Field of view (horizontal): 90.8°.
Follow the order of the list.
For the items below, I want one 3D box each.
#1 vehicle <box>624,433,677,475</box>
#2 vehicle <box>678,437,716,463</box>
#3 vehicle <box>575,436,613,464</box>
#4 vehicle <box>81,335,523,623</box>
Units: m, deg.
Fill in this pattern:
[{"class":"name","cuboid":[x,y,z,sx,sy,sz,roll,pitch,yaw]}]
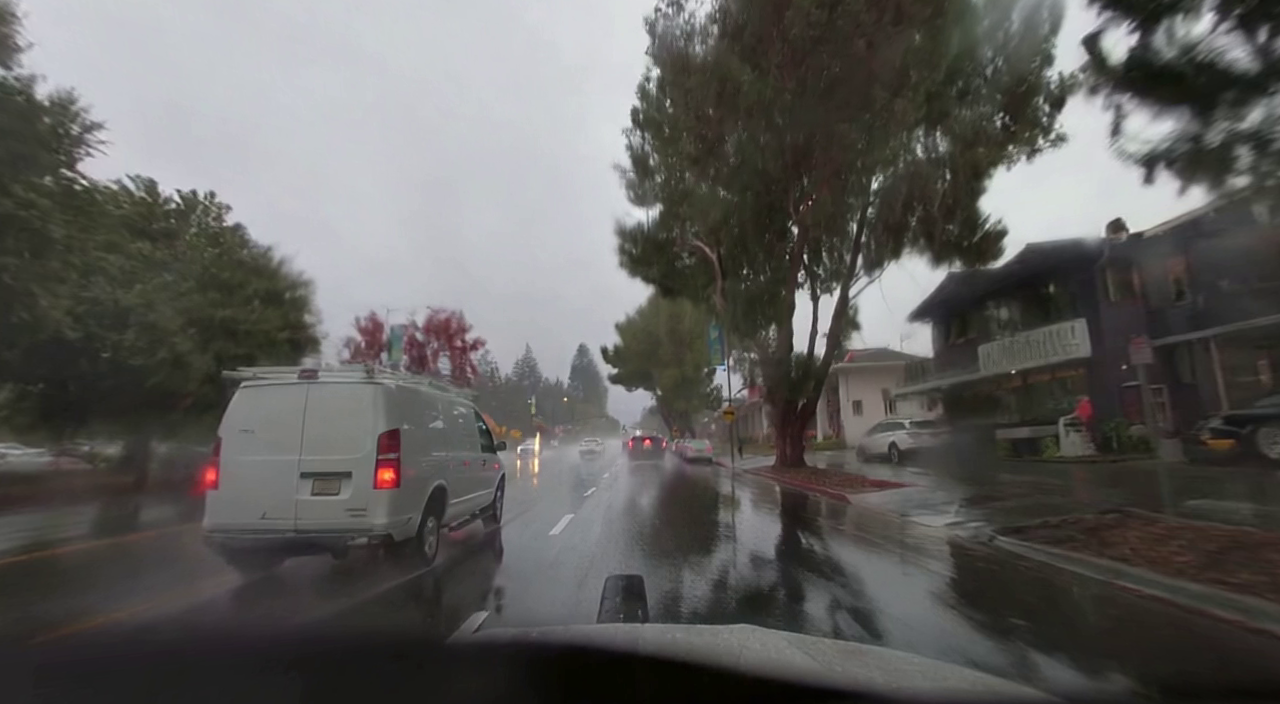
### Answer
[{"class":"vehicle","cuboid":[0.419,4.434,27.640,2.126,1.657,4.132,0,-9,0]},{"class":"vehicle","cuboid":[3.774,6.598,42.701,1.947,1.646,4.782,0,-9,-2]},{"class":"vehicle","cuboid":[-2.828,6.174,39.790,2.028,1.689,4.162,0,-9,1]},{"class":"vehicle","cuboid":[-2.954,1.299,7.280,2.213,2.123,5.124,0,-9,0]}]
